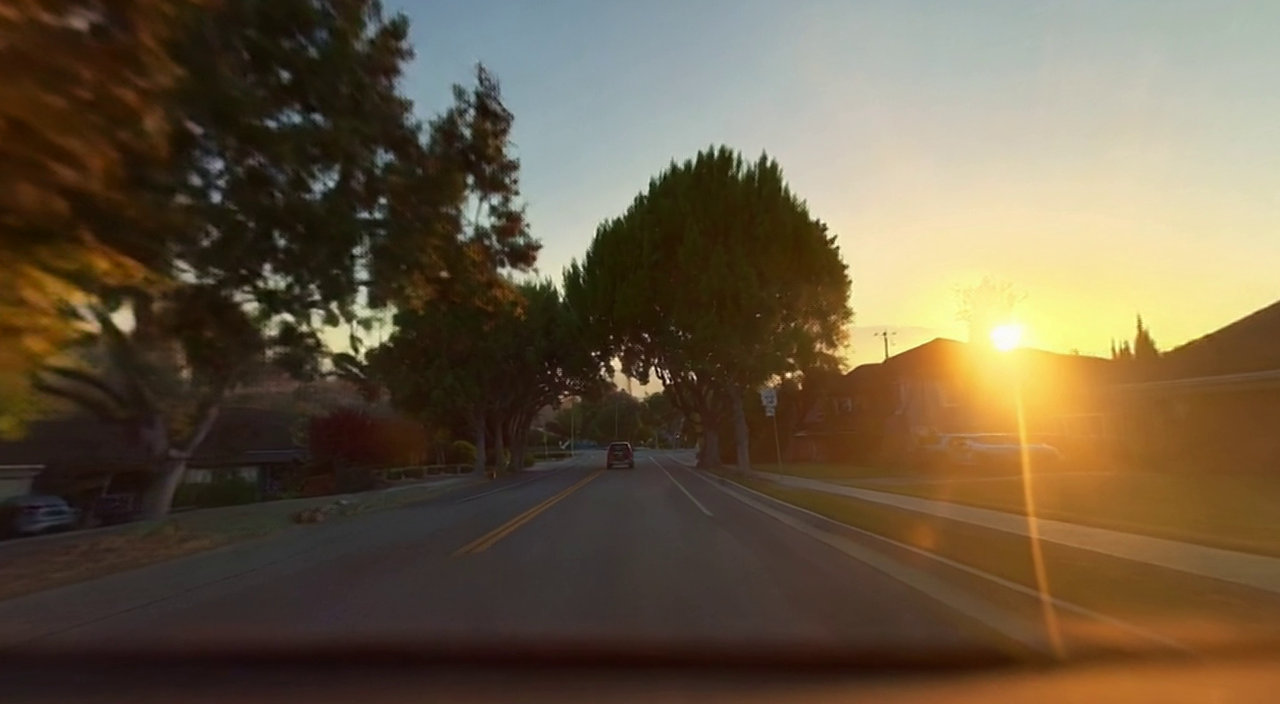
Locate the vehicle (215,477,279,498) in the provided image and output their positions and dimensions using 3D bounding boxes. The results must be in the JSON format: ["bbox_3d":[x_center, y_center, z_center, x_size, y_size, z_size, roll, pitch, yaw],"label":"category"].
[{"bbox_3d":[-29.542,10.205,47.558,3.675,1.432,1.636,0,-9,3],"label":"vehicle"}]

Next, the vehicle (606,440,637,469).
[{"bbox_3d":[-1.360,7.682,47.642,2.210,2.023,4.663,0,-9,-1],"label":"vehicle"}]

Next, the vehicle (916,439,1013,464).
[{"bbox_3d":[14.392,4.447,28.318,1.987,1.039,4.499,0,-9,0],"label":"vehicle"}]

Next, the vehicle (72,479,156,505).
[{"bbox_3d":[-31.057,8.248,37.318,3.502,1.310,1.729,-1,-8,5],"label":"vehicle"}]
